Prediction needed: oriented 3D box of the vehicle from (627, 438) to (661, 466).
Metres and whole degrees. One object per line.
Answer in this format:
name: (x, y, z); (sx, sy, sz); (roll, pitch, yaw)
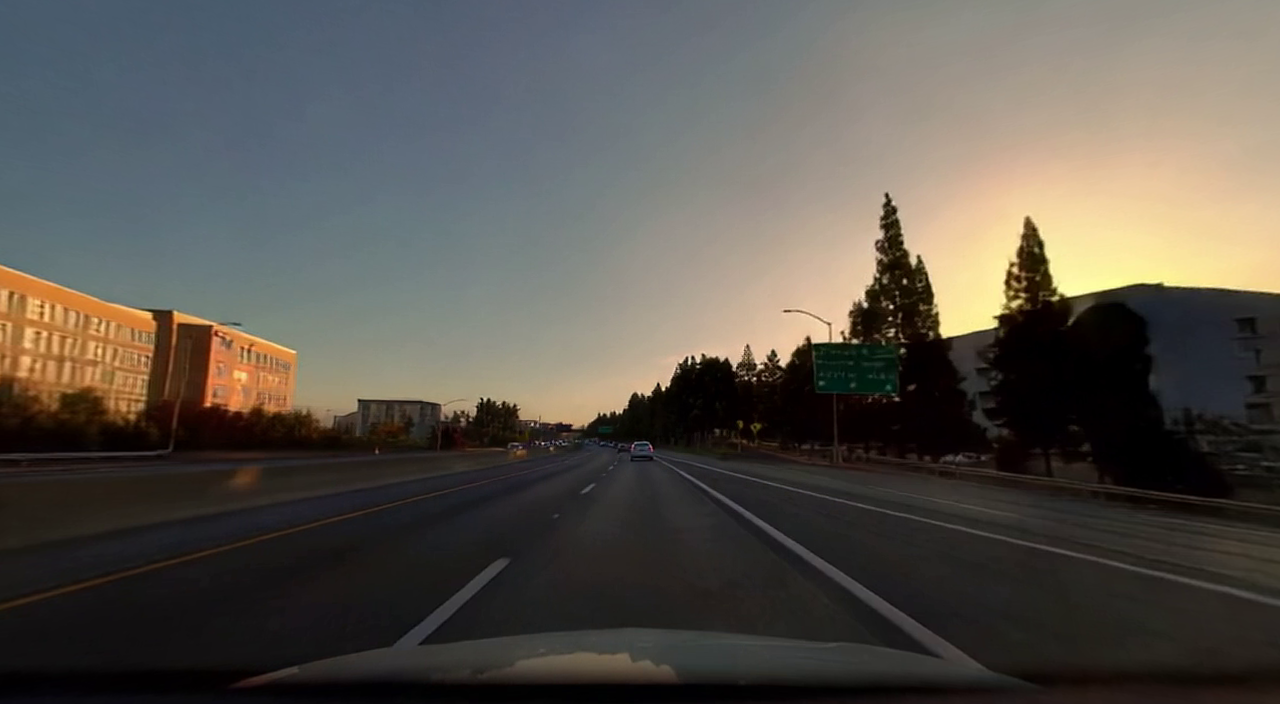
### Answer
vehicle: (0.214, 6.396, 40.442); (2.029, 1.666, 4.064); (0, -8, -2)
